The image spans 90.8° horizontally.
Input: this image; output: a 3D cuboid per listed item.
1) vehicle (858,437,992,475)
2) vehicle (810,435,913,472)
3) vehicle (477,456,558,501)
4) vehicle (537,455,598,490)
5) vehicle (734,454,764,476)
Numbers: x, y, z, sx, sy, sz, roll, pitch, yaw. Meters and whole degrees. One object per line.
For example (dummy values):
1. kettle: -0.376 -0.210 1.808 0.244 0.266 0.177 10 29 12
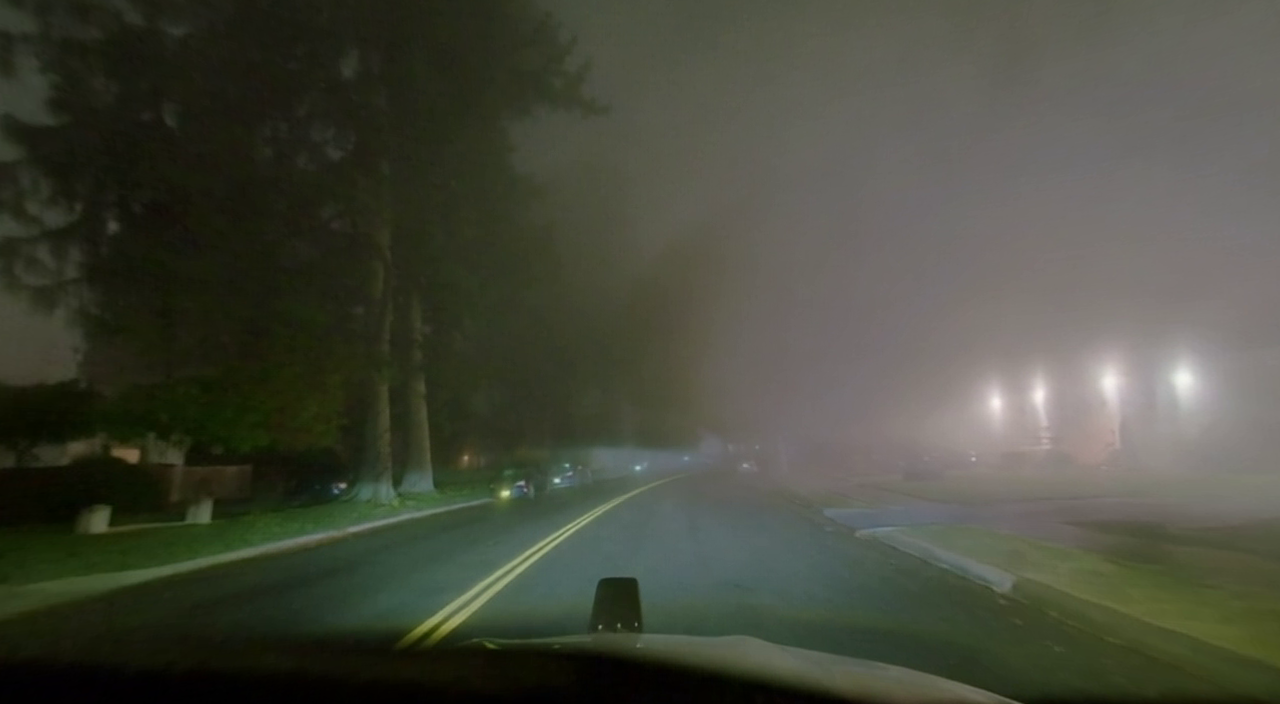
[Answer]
1. vehicle: 12.071 4.448 27.007 4.744 1.507 1.953 -1 -9 3
2. vehicle: 12.020 5.558 34.624 5.009 1.906 2.046 -2 -9 12
3. vehicle: -4.646 5.011 24.652 1.886 1.494 4.149 -2 -14 7
4. vehicle: -3.548 6.129 31.817 1.972 1.536 4.347 -2 -14 8
5. vehicle: 7.767 8.022 45.006 1.972 1.460 4.137 -2 -9 10
